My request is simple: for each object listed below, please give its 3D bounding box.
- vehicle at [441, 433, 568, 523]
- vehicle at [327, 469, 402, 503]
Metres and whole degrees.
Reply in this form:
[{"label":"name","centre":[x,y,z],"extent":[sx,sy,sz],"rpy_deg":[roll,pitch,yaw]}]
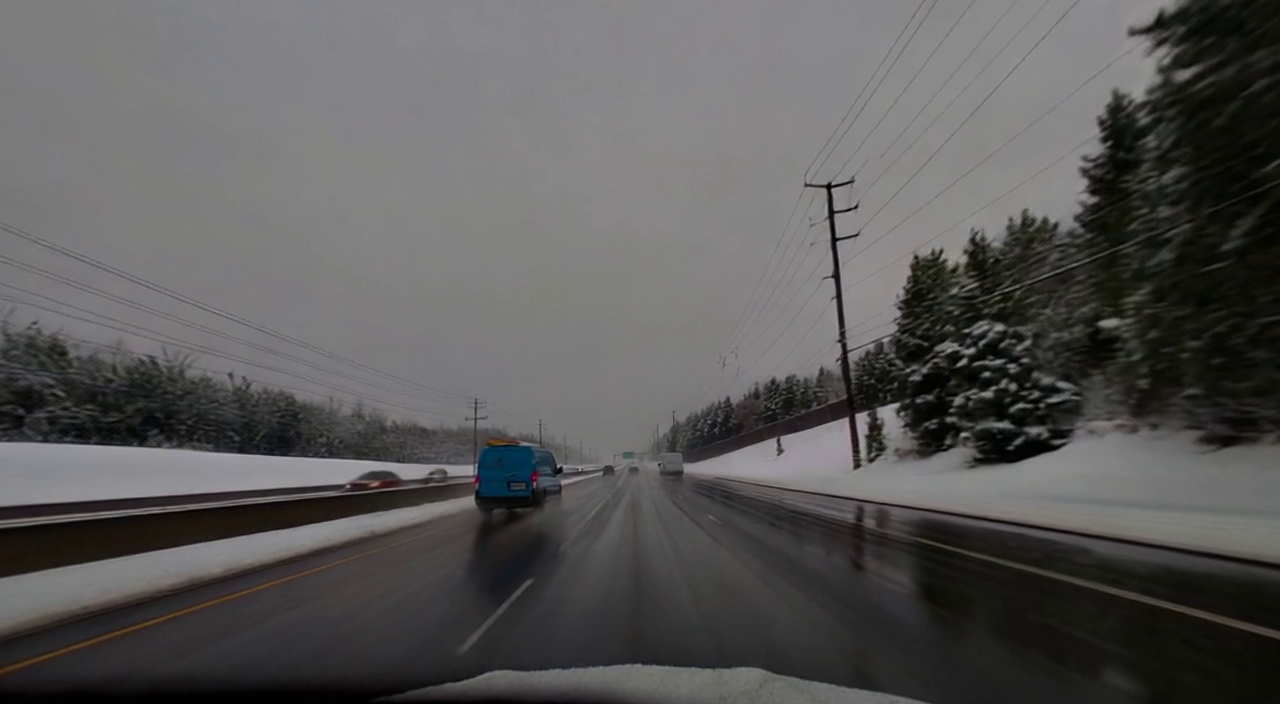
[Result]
[{"label":"vehicle","centre":[-3.369,3.313,16.798],"extent":[2.324,2.008,4.654],"rpy_deg":[1,-11,0]},{"label":"vehicle","centre":[-13.600,6.626,31.359],"extent":[1.847,1.490,4.151],"rpy_deg":[1,-11,-1]}]
